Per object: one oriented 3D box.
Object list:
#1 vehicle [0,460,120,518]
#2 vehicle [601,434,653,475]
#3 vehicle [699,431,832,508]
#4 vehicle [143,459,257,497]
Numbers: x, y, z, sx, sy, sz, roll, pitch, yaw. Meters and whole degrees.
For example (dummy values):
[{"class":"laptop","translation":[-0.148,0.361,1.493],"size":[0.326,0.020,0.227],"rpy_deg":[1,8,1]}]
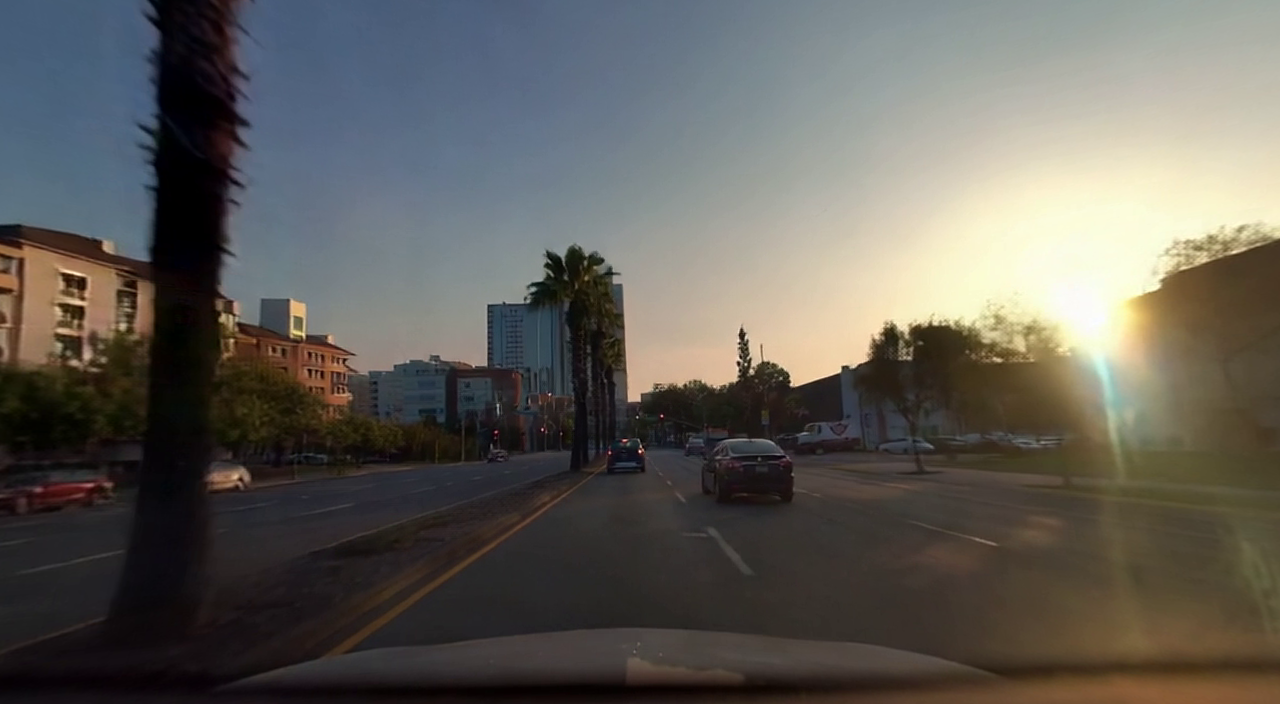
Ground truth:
[{"class":"vehicle","translation":[-19.641,4.388,20.659],"size":[1.753,1.600,4.040],"rpy_deg":[0,-8,-2]},{"class":"vehicle","translation":[-0.597,4.857,30.088],"size":[2.277,1.816,4.192],"rpy_deg":[0,-8,-1]},{"class":"vehicle","translation":[2.828,2.793,15.472],"size":[2.195,1.590,4.668],"rpy_deg":[0,-8,-2]},{"class":"vehicle","translation":[-19.467,5.568,28.120],"size":[1.847,1.466,4.530],"rpy_deg":[0,-8,-1]}]
